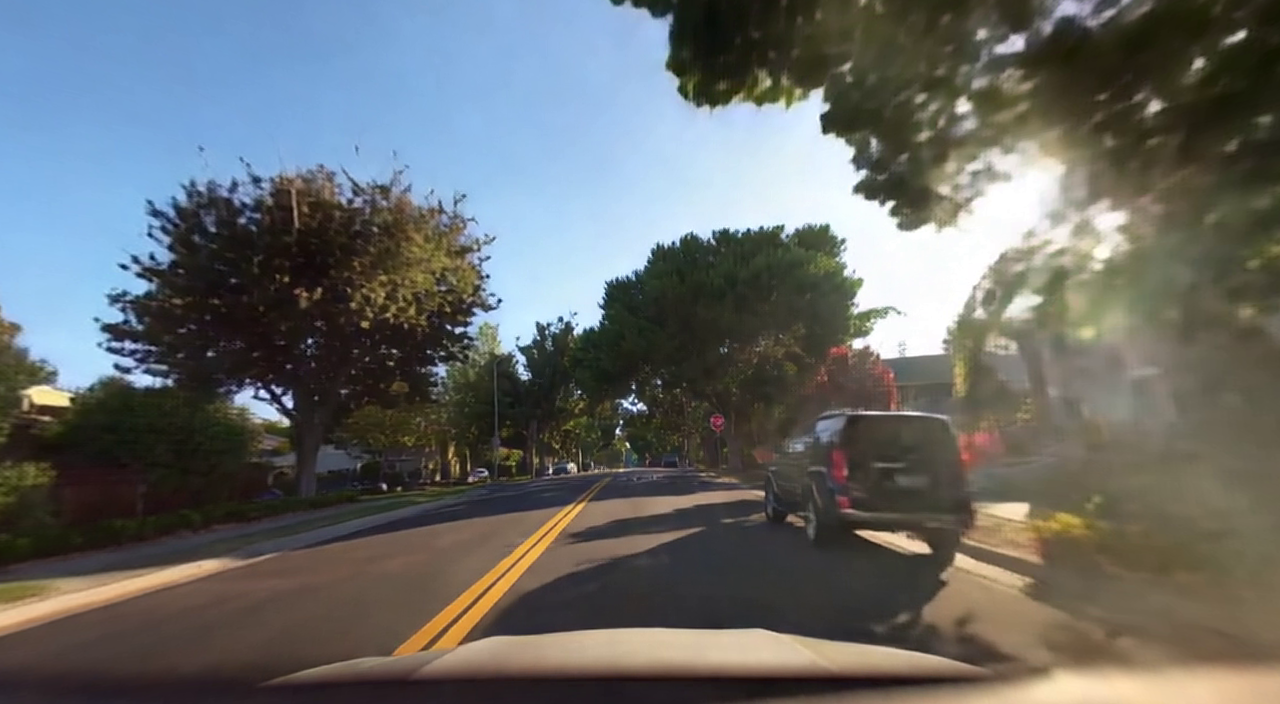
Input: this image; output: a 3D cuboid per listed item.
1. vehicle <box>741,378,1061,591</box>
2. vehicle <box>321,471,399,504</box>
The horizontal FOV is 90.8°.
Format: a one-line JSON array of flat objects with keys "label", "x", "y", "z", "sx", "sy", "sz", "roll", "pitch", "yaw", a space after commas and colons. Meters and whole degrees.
[{"label": "vehicle", "x": 2.715, "y": 1.538, "z": 8.014, "sx": 2.109, "sy": 1.875, "sz": 4.488, "roll": -1, "pitch": -9, "yaw": 0}, {"label": "vehicle", "x": -18.460, "y": 8.929, "z": 41.642, "sx": 4.274, "sy": 1.626, "sz": 2.093, "roll": -7, "pitch": -10, "yaw": 10}]
